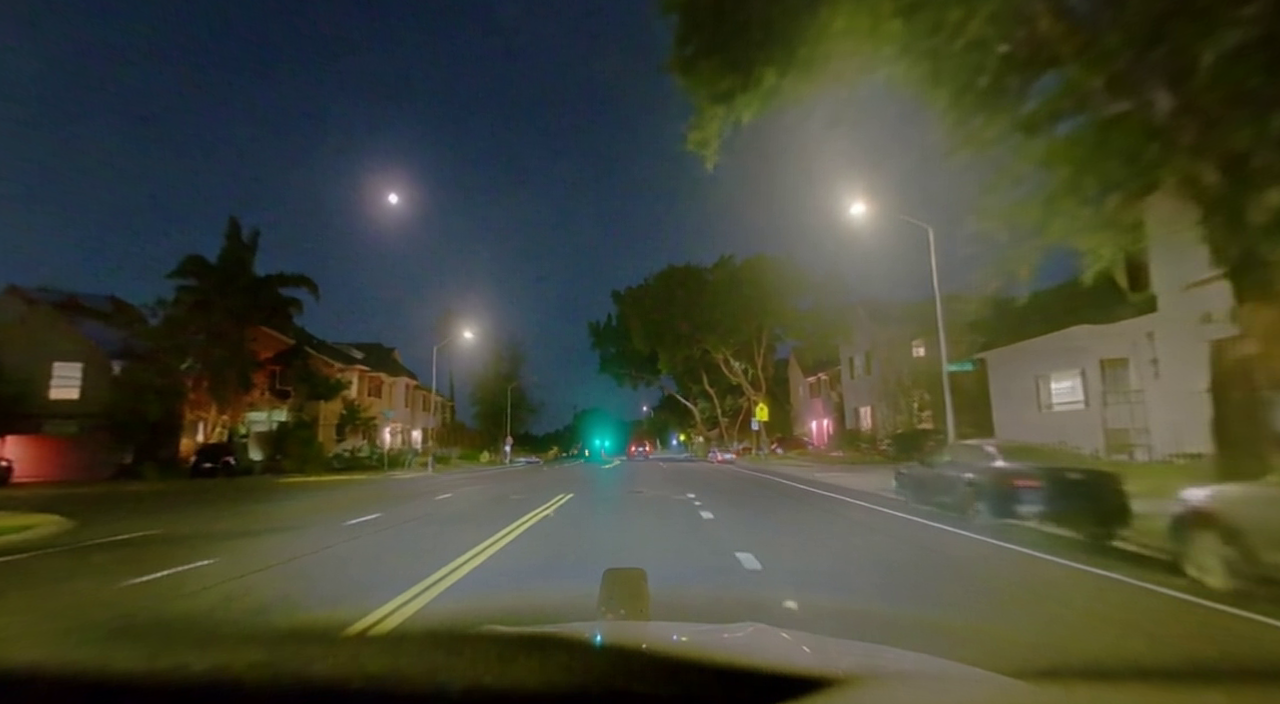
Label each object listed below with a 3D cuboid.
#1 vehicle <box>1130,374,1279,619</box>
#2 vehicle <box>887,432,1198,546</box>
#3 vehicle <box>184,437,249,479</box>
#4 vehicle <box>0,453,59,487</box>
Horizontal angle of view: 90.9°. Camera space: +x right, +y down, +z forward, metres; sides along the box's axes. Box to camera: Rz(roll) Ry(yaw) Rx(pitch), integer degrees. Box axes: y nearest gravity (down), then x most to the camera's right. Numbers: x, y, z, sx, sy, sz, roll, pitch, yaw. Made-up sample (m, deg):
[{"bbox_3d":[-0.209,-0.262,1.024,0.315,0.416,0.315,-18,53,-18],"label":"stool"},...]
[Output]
[{"bbox_3d":[6.511,0.936,3.544,2.878,1.927,5.774,0,-8,0],"label":"vehicle"},{"bbox_3d":[6.387,2.200,10.951,2.235,1.515,4.782,0,-8,0],"label":"vehicle"},{"bbox_3d":[-23.457,5.827,35.079,2.083,2.113,4.490,3,-9,-23],"label":"vehicle"},{"bbox_3d":[-31.450,5.868,31.622,1.866,1.484,4.553,4,-9,-24],"label":"vehicle"}]
